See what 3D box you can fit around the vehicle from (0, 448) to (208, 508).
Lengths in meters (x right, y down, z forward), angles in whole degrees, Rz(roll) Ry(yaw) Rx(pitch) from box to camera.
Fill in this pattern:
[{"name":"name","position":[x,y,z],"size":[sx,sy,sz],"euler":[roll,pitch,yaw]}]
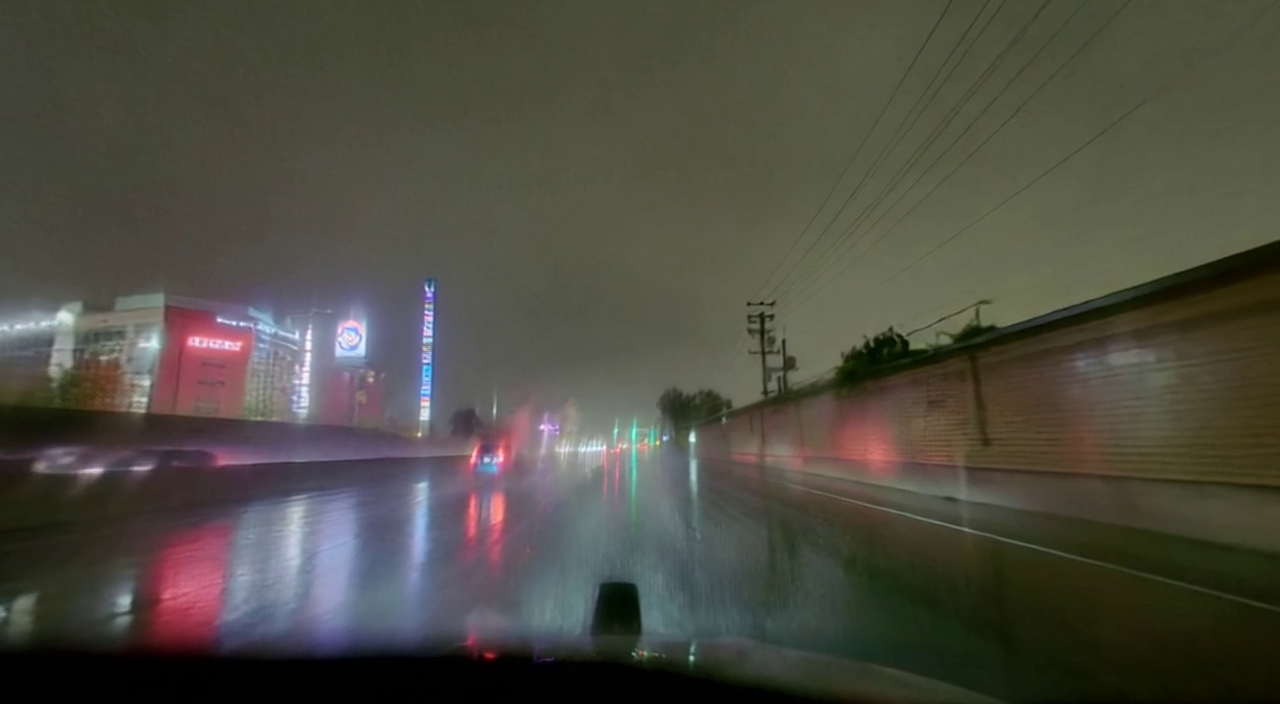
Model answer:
[{"name":"vehicle","position":[-14.928,3.487,18.019],"size":[1.886,1.455,4.584],"euler":[0,-8,1]}]

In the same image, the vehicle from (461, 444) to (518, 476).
[{"name":"vehicle","position":[-7.868,5.647,33.406],"size":[2.013,1.574,3.923],"euler":[0,-8,0]}]
